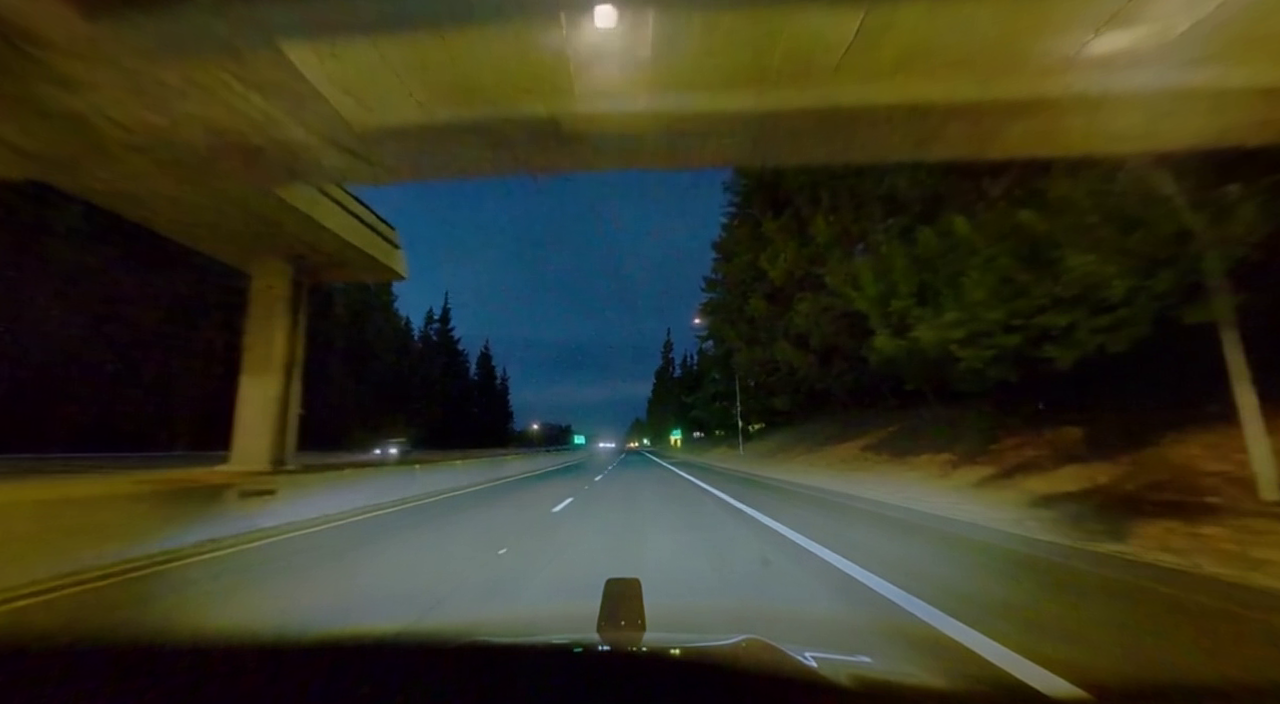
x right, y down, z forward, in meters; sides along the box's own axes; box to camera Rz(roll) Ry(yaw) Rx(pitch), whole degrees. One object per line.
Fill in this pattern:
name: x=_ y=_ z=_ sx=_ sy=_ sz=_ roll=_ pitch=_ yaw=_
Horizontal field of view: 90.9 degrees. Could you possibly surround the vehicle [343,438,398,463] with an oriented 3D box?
vehicle: x=-16.449 y=6.014 z=38.594 sx=1.691 sy=1.443 sz=3.653 roll=0 pitch=-9 yaw=1
